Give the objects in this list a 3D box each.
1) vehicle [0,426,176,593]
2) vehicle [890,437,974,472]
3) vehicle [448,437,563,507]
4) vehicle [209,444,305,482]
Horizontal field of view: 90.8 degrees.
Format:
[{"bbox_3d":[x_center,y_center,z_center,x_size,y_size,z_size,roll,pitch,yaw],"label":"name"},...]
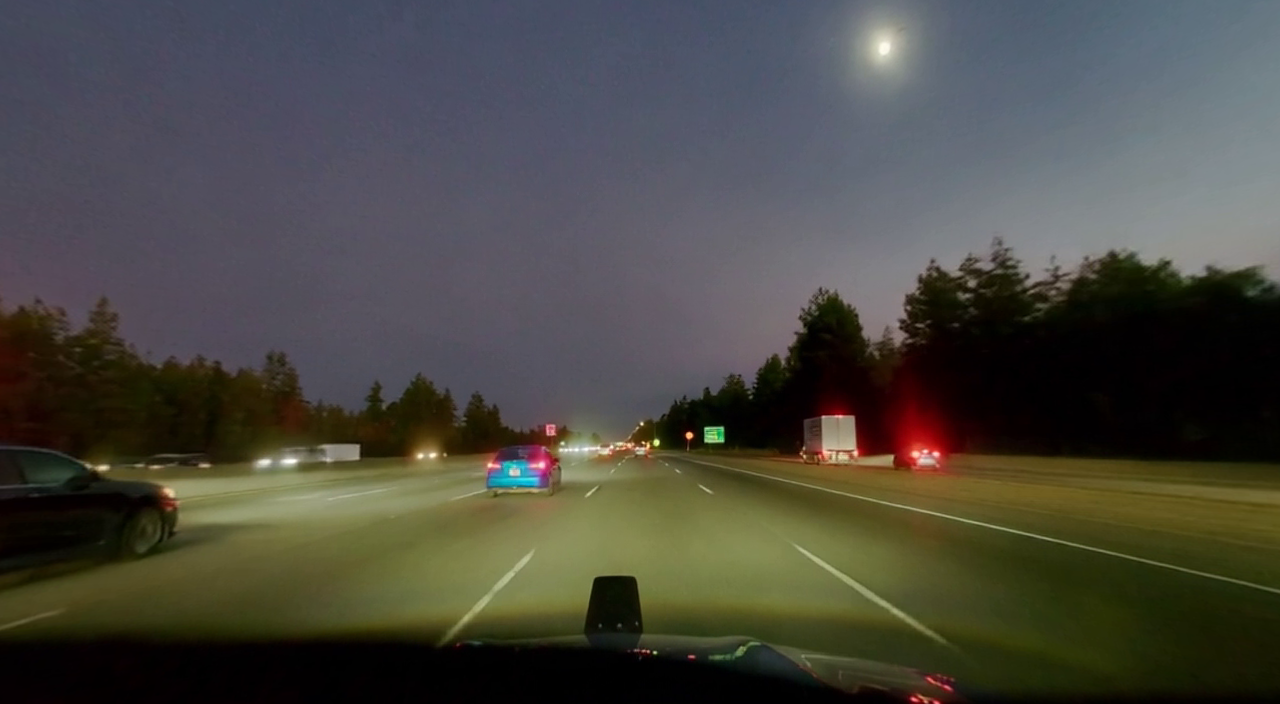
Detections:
[{"bbox_3d":[-6.944,1.444,5.697,1.955,1.540,4.715,0,-9,-1],"label":"vehicle"},{"bbox_3d":[15.243,5.386,33.315,2.081,1.707,4.756,0,-9,-1],"label":"vehicle"},{"bbox_3d":[-3.268,3.008,16.249,2.020,1.554,4.137,0,-9,0],"label":"vehicle"},{"bbox_3d":[-17.167,4.985,28.580,1.924,1.569,3.779,0,-9,0],"label":"vehicle"}]
